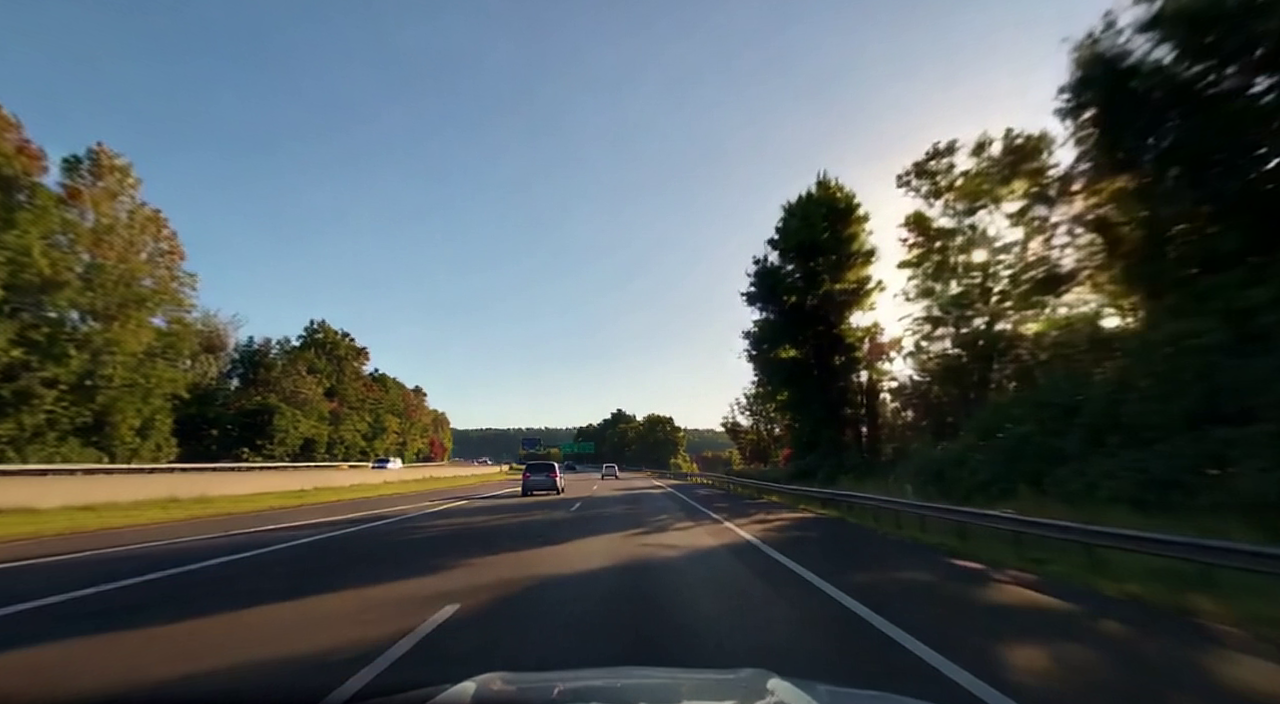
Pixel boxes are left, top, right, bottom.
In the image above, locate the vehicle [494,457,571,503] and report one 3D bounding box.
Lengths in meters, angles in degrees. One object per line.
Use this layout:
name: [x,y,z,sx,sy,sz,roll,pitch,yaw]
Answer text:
vehicle: [-3.936,4.811,23.932,2.115,1.546,4.638,1,-10,0]
